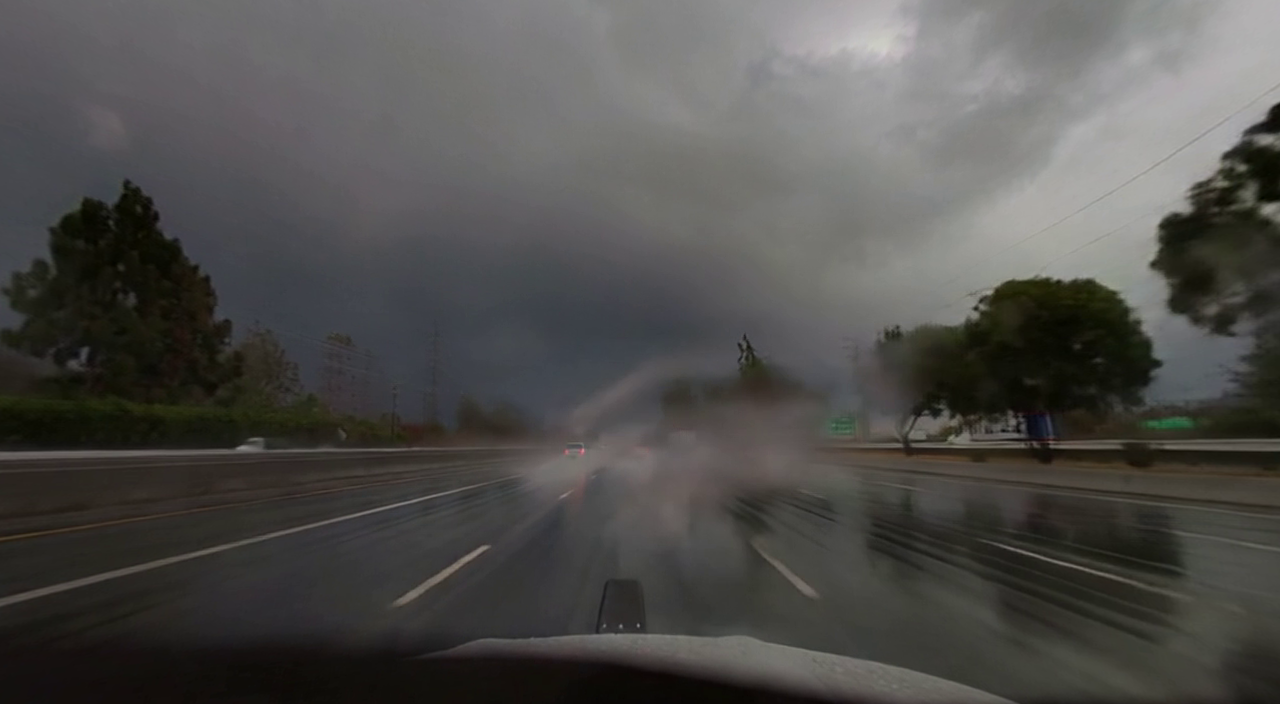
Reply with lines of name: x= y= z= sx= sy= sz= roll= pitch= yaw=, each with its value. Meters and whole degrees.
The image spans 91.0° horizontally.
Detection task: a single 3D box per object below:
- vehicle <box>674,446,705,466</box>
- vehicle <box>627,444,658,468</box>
vehicle: x=3.772 y=8.011 z=48.597 sx=2.076 sy=1.506 sz=4.050 roll=0 pitch=-9 yaw=0
vehicle: x=0.165 y=7.372 z=44.768 sx=2.066 sy=1.562 sz=4.198 roll=0 pitch=-9 yaw=0
